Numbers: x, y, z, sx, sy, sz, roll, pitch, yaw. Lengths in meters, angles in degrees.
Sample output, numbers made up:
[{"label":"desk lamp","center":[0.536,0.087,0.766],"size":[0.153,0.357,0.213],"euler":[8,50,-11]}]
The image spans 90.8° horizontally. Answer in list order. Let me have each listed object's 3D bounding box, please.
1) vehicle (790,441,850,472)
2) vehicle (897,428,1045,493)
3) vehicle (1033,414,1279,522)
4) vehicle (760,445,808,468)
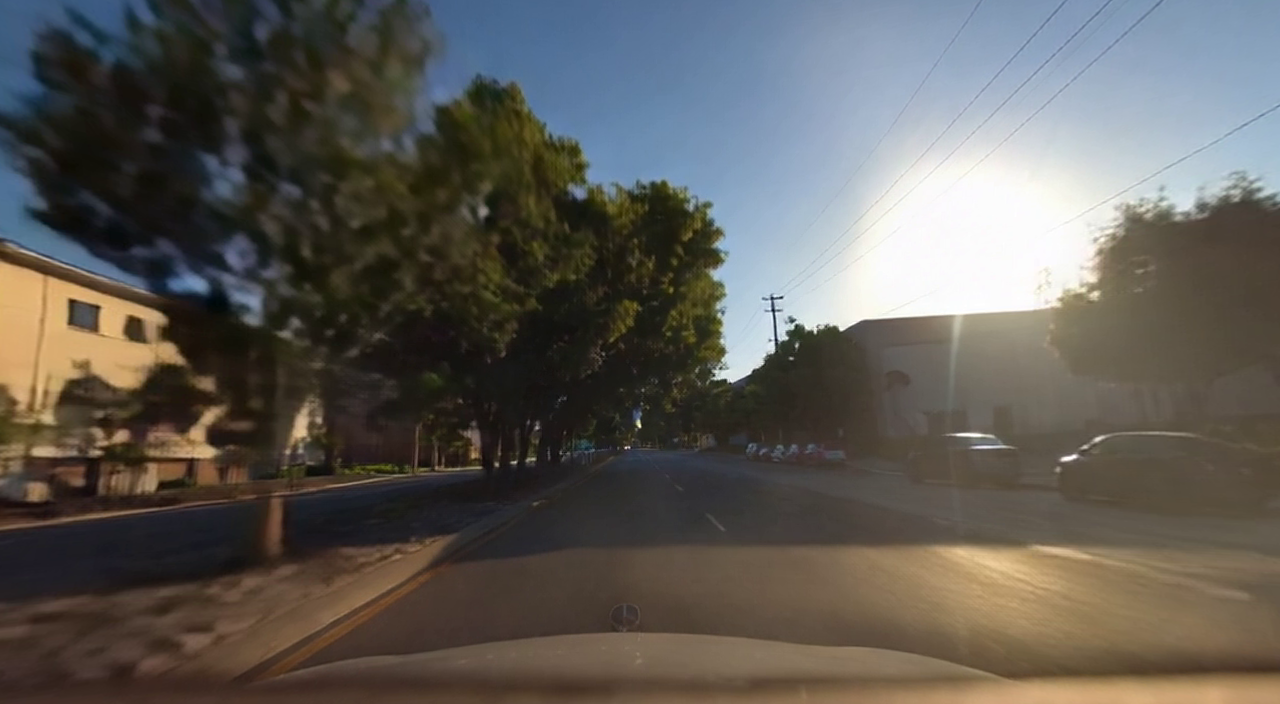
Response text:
[{"label":"vehicle","center":[9.792,5.714,34.768],"size":[1.970,1.610,4.247],"euler":[0,-9,-1]},{"label":"vehicle","center":[9.866,3.271,19.365],"size":[2.037,1.732,4.530],"euler":[0,-9,0]},{"label":"vehicle","center":[9.948,2.137,12.059],"size":[1.984,1.672,4.262],"euler":[0,-9,-2]},{"label":"vehicle","center":[9.562,6.961,42.268],"size":[1.930,1.453,4.665],"euler":[0,-9,-2]}]
